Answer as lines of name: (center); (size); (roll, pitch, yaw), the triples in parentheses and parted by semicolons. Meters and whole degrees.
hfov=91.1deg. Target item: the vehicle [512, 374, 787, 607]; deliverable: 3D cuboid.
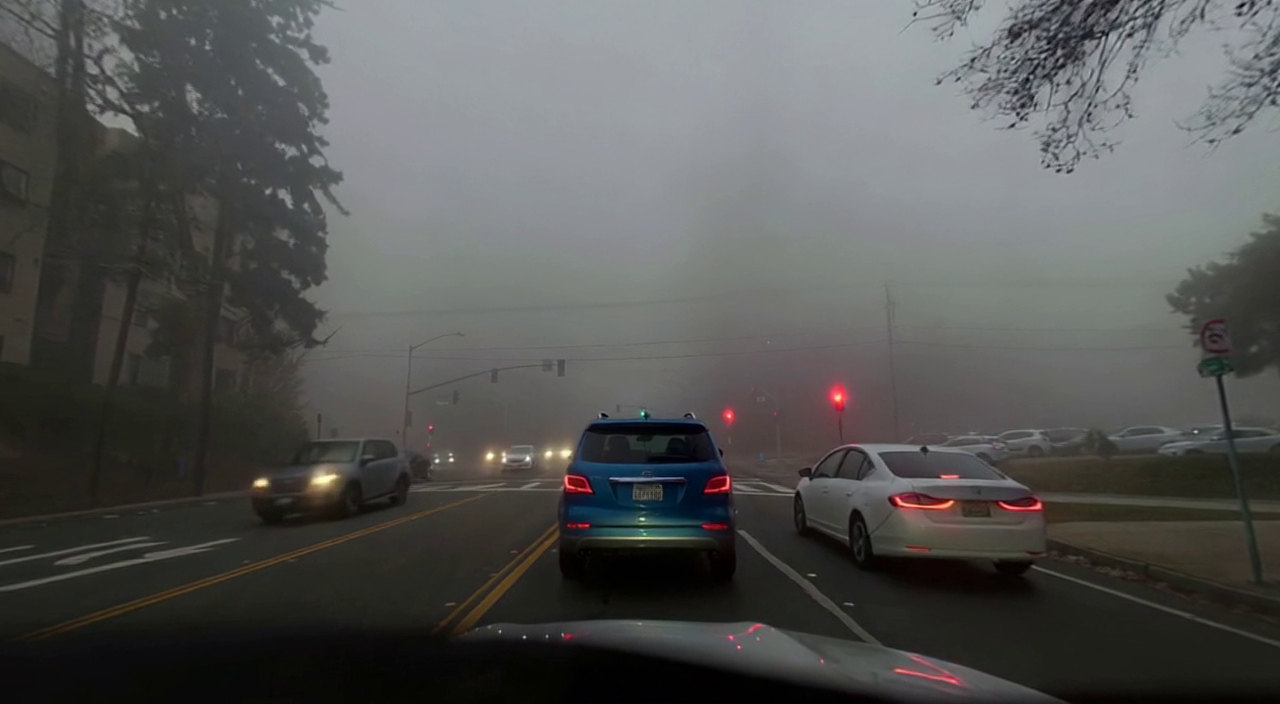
vehicle: (0.036, 1.469, 7.456); (2.296, 1.947, 4.168); (0, -9, -1)

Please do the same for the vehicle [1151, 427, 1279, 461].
vehicle: (25.946, 4.116, 28.142); (4.420, 1.469, 1.807); (0, -8, 1)

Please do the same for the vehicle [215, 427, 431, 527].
vehicle: (-6.380, 2.562, 13.479); (2.153, 1.728, 4.753); (0, -9, 0)

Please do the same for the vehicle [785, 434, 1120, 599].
vehicle: (3.374, 1.832, 7.988); (1.900, 1.478, 4.425); (0, -9, -1)
